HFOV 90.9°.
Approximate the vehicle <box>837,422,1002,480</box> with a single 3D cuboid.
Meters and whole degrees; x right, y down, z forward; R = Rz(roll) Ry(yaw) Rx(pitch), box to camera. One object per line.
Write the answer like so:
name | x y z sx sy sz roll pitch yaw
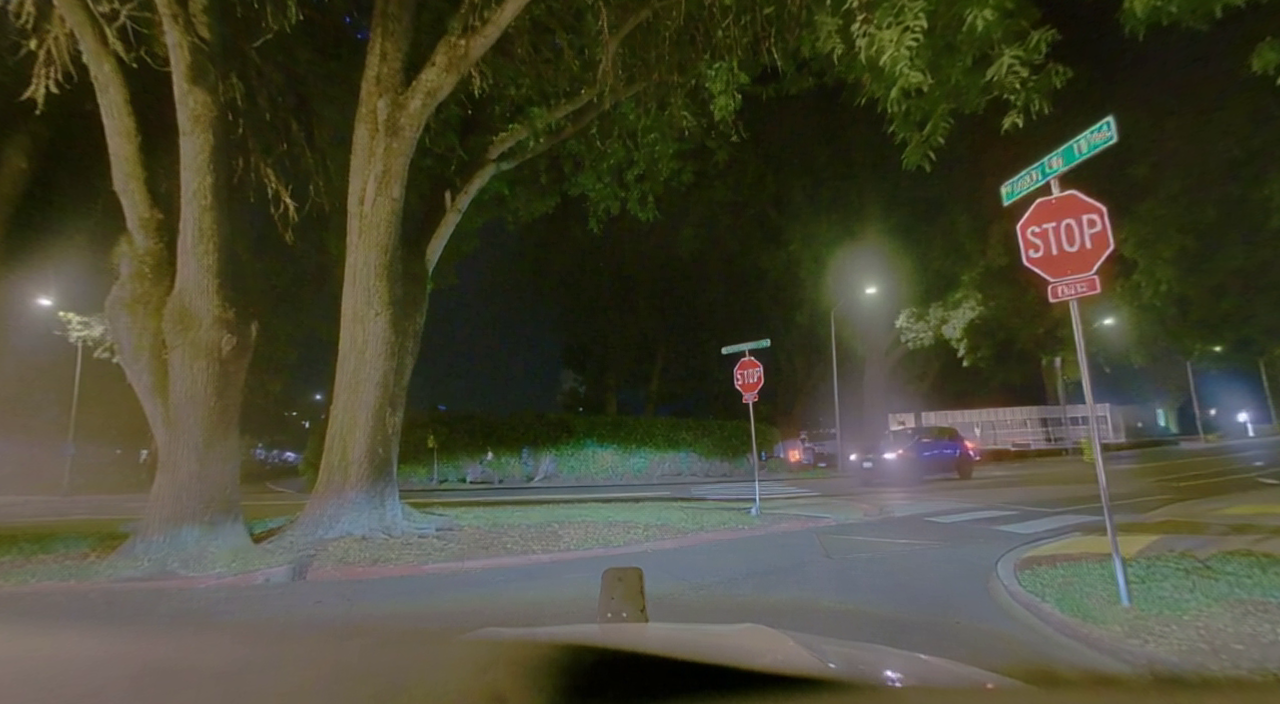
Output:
vehicle | 8.110 2.837 18.231 4.473 1.474 2.108 5 -10 -31
